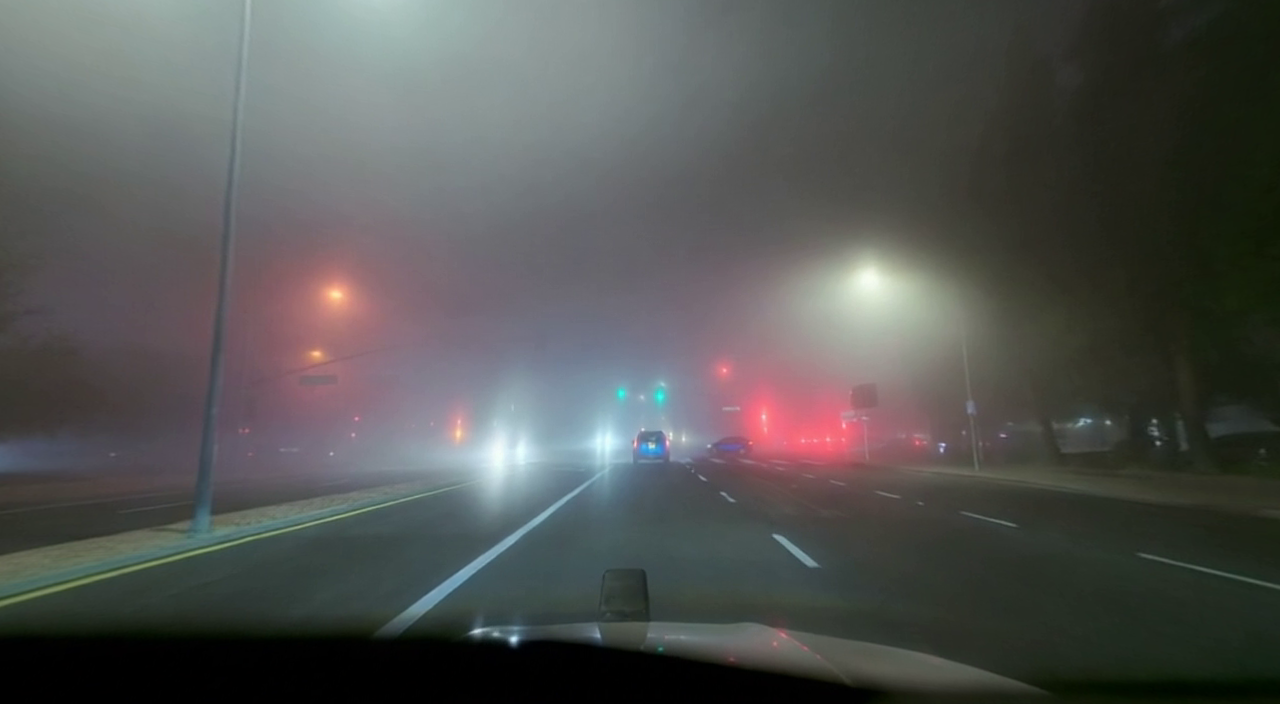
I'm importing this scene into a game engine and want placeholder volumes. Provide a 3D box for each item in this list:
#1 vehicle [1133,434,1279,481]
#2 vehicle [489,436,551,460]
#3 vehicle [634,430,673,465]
[{"bbox_3d":[19.763,3.526,21.283,4.479,1.488,2.038,0,-8,1],"label":"vehicle"},{"bbox_3d":[-8.638,6.925,45.725,1.954,1.673,4.460,-4,-9,28],"label":"vehicle"},{"bbox_3d":[0.716,5.097,33.795,1.994,1.759,4.186,0,-8,1],"label":"vehicle"}]
